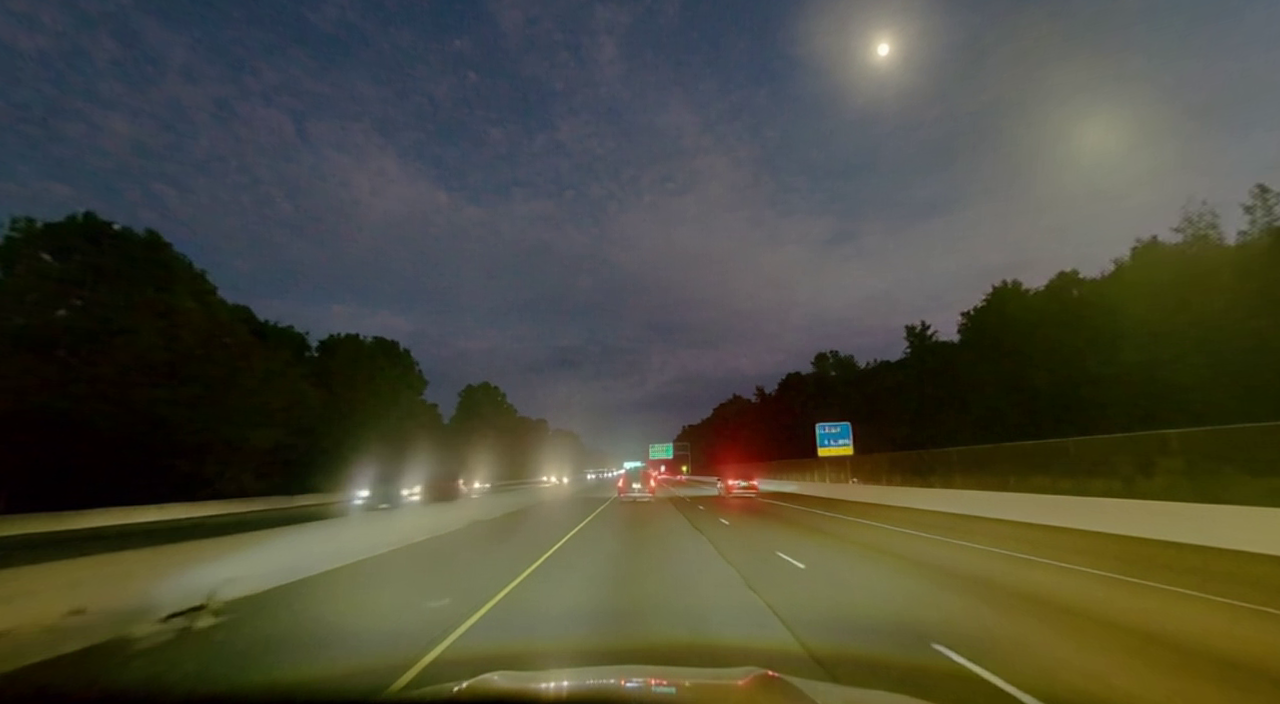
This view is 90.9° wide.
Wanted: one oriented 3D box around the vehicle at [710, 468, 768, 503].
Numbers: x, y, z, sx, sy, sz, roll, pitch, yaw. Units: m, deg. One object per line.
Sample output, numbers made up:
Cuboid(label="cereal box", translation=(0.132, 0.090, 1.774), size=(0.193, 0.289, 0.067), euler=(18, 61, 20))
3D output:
Cuboid(label="vehicle", translation=(4.560, 6.241, 29.695), size=(1.974, 1.476, 4.119), euler=(1, -10, -1))

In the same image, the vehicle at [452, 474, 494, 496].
Cuboid(label="vehicle", translation=(-12.140, 9.703, 46.114), size=(1.880, 1.420, 4.212), euler=(1, -10, 0))

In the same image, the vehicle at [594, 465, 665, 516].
Cuboid(label="vehicle", translation=(-0.309, 4.429, 20.470), size=(2.060, 1.473, 3.726), euler=(1, -10, 0))

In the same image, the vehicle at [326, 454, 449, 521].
Cuboid(label="vehicle", translation=(-8.620, 4.686, 22.125), size=(2.231, 2.036, 4.904), euler=(1, -10, 0))
